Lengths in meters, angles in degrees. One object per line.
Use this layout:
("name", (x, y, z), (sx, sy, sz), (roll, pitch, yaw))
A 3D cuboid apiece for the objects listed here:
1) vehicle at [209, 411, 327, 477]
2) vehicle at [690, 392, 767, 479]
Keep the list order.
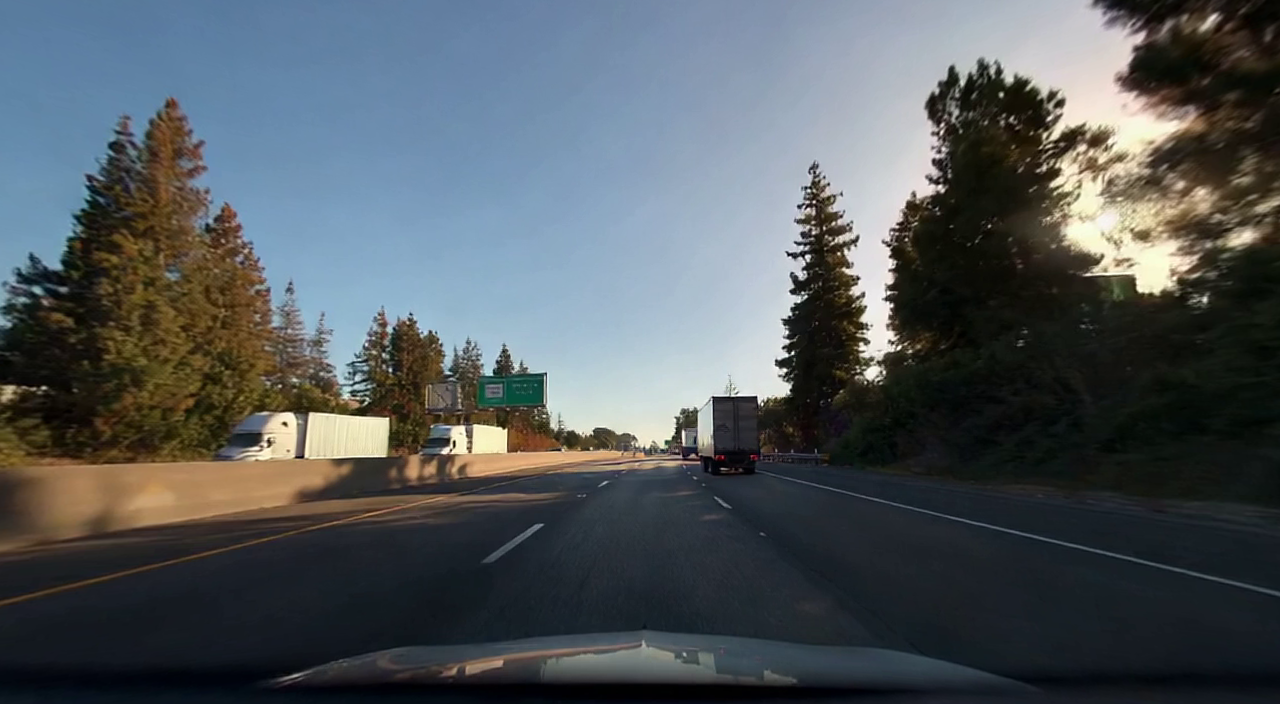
("vehicle", (-22.088, 5.516, 37.926), (3.183, 3.642, 5.959), (0, -8, 2))
("vehicle", (4.936, 5.112, 38.276), (2.826, 4.269, 14.176), (-1, -8, 1))
